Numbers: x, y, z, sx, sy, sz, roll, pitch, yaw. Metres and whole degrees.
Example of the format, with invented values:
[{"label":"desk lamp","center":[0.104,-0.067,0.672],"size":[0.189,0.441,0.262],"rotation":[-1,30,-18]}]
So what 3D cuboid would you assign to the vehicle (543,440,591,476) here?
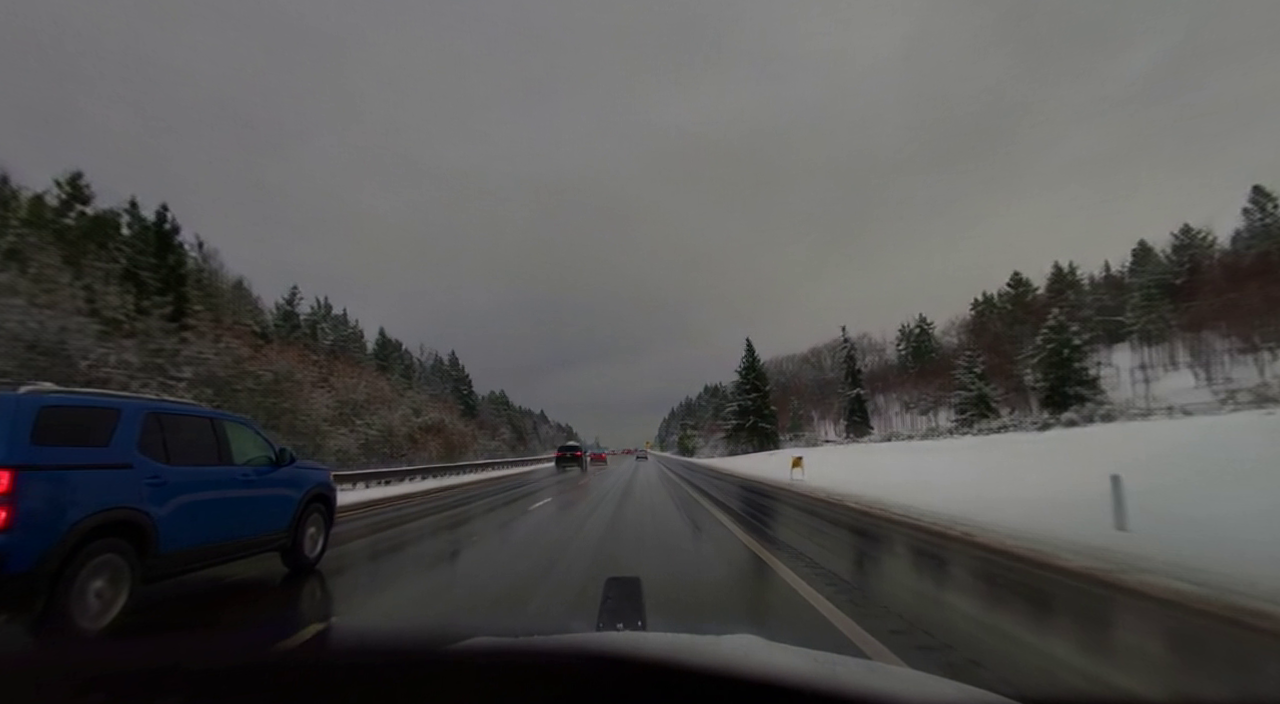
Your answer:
[{"label":"vehicle","center":[-3.918,5.809,34.603],"size":[2.056,1.811,4.202],"rotation":[-1,-9,1]}]

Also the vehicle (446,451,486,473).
[{"label":"vehicle","center":[-13.053,8.291,47.560],"size":[1.841,1.517,4.455],"rotation":[0,-9,-1]}]

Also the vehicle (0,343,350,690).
[{"label":"vehicle","center":[-4.655,1.207,5.325],"size":[2.102,1.941,4.703],"rotation":[0,-9,1]}]
